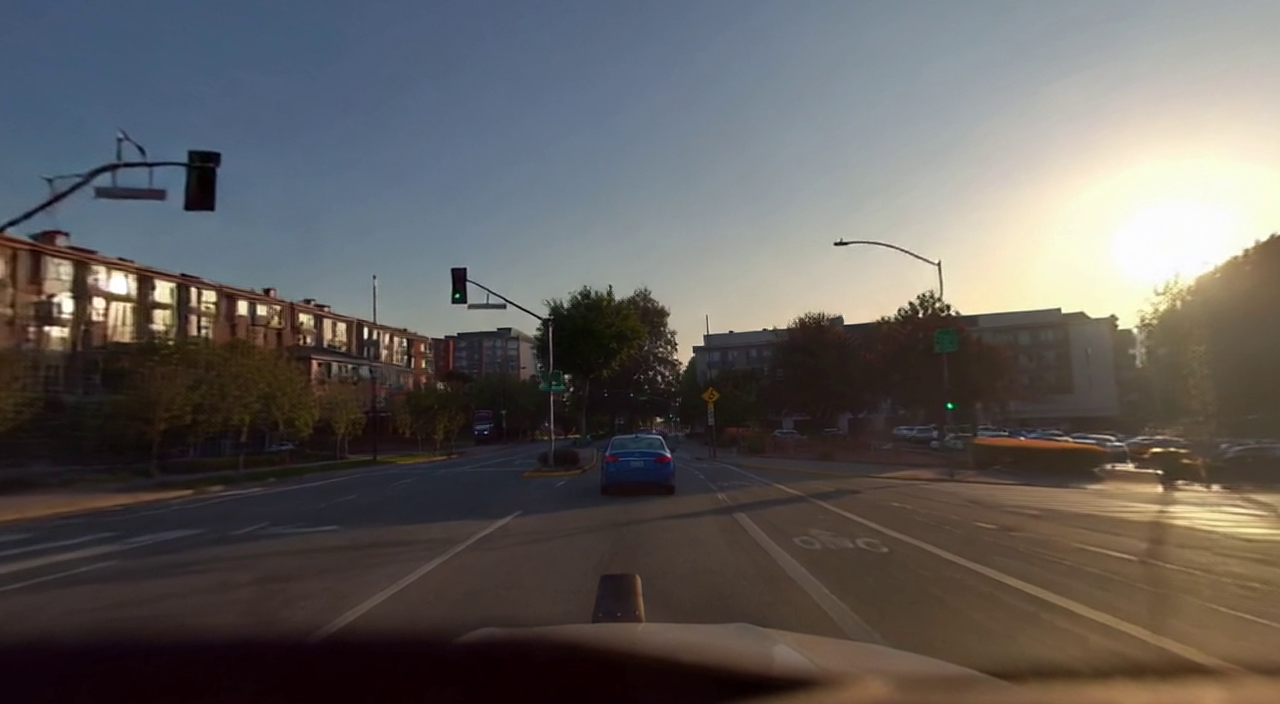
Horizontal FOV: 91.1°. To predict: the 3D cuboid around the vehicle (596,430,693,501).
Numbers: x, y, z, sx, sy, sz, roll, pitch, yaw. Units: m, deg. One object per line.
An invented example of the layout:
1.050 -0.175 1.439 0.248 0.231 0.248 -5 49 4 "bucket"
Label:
0.023 2.541 14.679 1.950 1.401 4.159 0 -7 -2 "vehicle"
